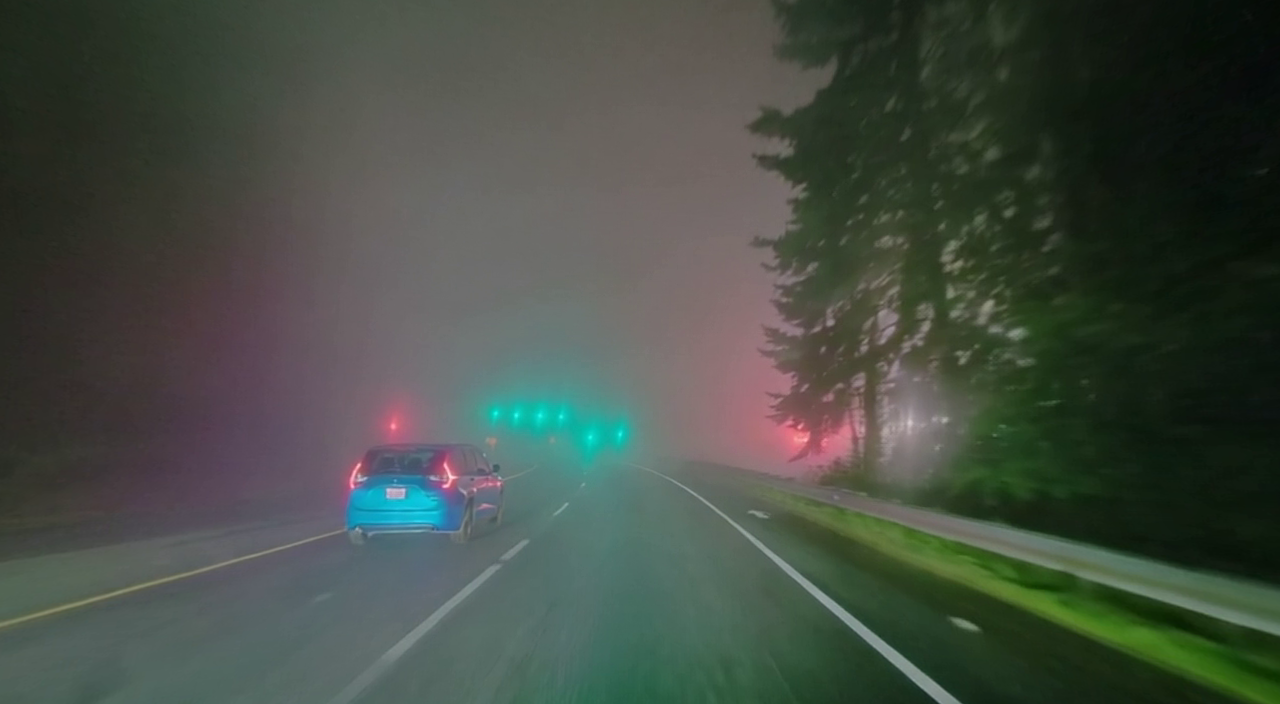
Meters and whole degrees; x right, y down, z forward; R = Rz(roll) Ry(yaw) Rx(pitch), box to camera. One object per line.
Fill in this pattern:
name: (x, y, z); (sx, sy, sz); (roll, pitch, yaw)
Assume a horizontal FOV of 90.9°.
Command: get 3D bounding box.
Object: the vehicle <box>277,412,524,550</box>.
vehicle: (-3.730, 2.136, 11.162); (2.336, 1.857, 4.986); (-1, -8, 1)
